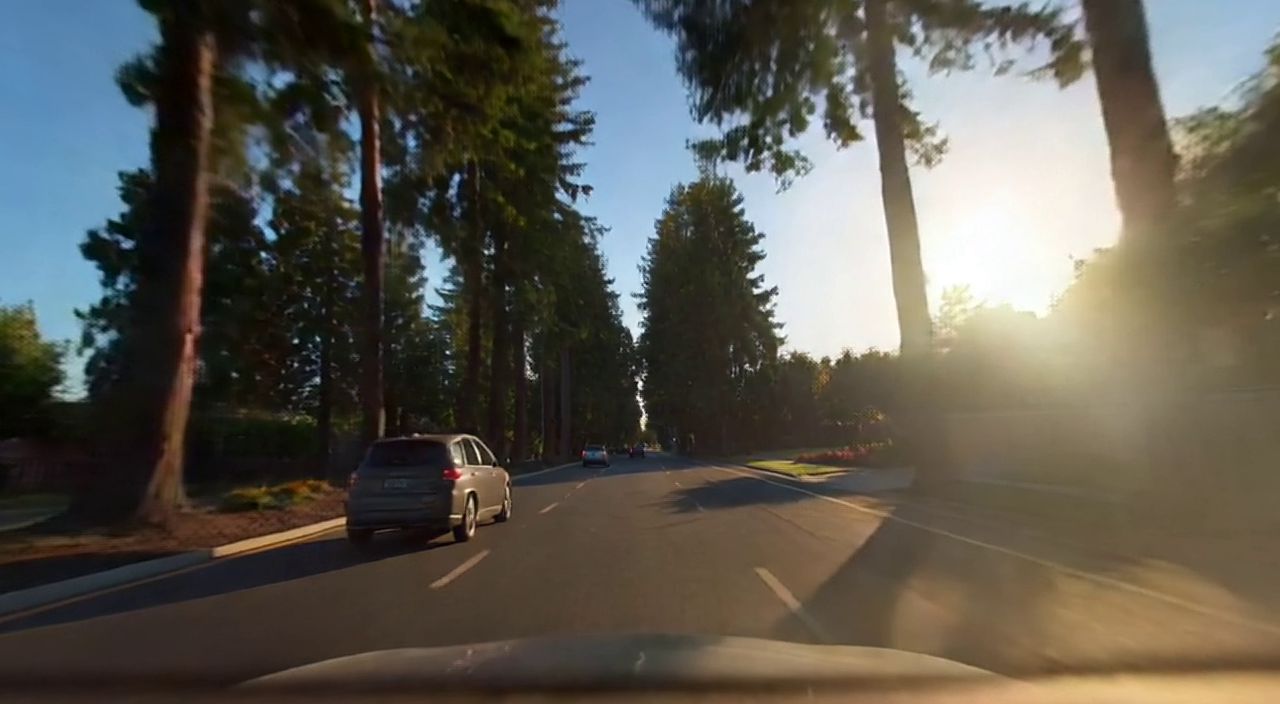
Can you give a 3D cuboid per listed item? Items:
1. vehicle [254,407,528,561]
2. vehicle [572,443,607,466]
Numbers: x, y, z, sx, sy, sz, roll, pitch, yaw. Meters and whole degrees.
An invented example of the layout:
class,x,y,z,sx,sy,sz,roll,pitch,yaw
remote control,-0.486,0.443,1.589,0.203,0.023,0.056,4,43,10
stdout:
class,x,y,z,sx,sy,sz,roll,pitch,yaw
vehicle,-3.167,1.816,9.346,2.058,1.671,4.704,0,-9,1
vehicle,-3.383,7.026,43.220,2.021,1.466,4.330,0,-9,1
